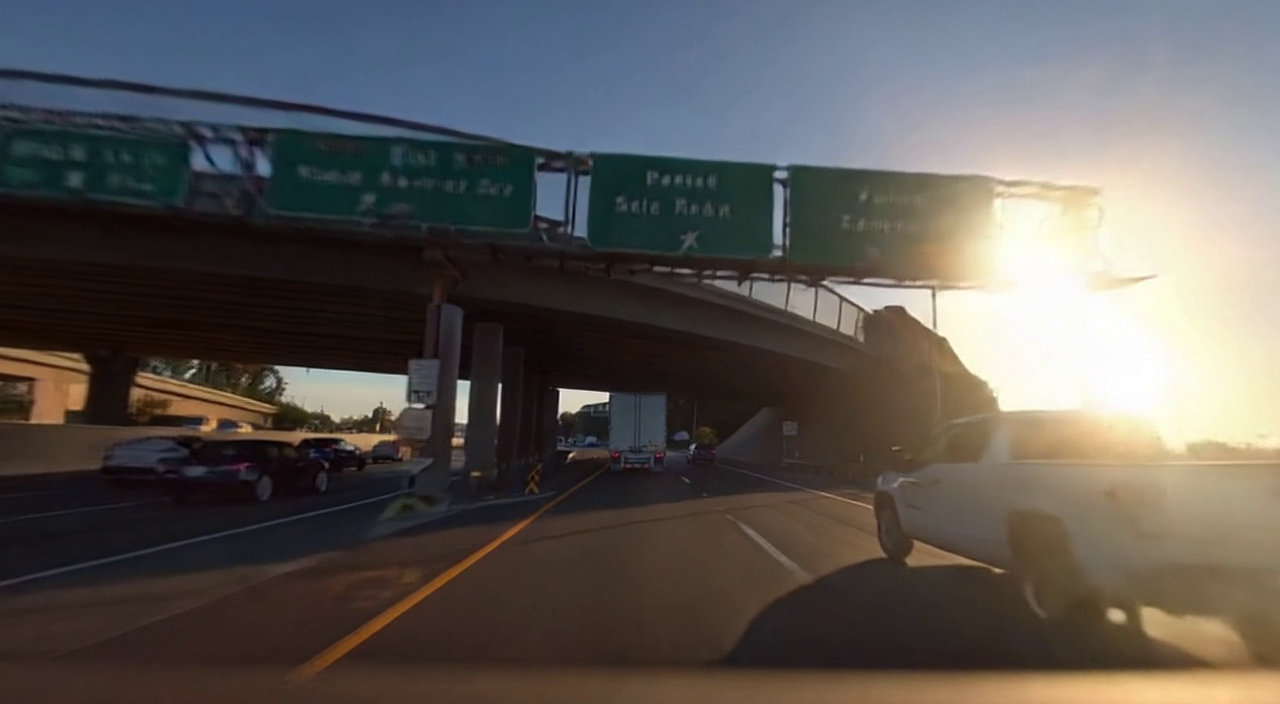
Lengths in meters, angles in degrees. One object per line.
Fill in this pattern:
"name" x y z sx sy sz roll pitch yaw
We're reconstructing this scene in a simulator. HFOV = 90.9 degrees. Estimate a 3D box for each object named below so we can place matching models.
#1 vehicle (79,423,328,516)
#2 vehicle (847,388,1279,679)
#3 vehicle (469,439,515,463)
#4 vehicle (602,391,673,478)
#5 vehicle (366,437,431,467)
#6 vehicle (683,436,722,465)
"vehicle" -8.510 2.327 12.971 2.006 1.562 4.475 0 -9 -2
"vehicle" 4.074 1.458 6.372 2.189 1.709 5.131 0 -9 0
"vehicle" -9.890 6.662 42.508 2.057 1.506 4.829 0 -9 -2
"vehicle" -0.179 4.242 31.573 2.916 3.584 10.841 0 -9 -1
"vehicle" -13.060 5.415 34.391 1.906 1.510 4.303 0 -9 -2
"vehicle" 4.440 7.139 45.704 2.174 1.968 5.016 0 -9 -1
